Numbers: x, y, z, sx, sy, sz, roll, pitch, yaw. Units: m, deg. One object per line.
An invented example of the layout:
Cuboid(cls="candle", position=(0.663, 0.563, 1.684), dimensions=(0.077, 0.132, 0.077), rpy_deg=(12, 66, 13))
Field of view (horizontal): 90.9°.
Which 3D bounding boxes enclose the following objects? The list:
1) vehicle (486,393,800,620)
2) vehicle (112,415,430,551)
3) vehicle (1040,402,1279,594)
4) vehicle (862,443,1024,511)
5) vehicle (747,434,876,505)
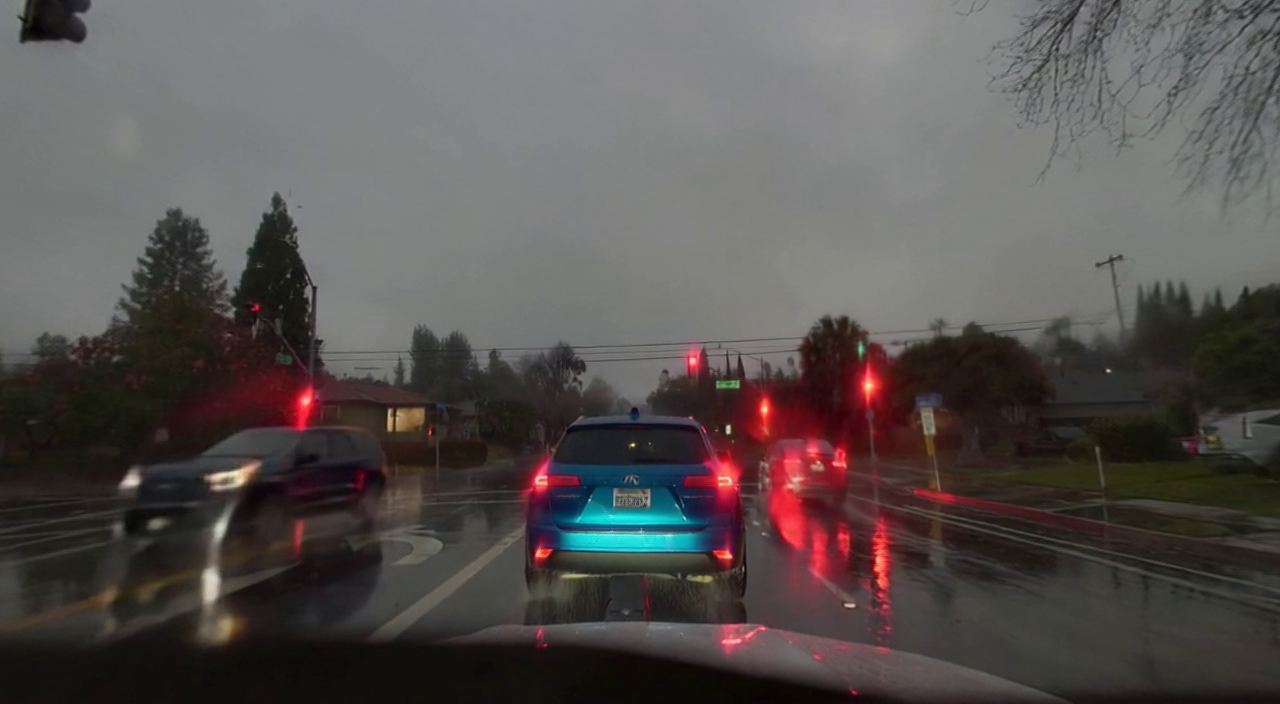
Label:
Cuboid(cls="vehicle", position=(0.049, 1.468, 6.937), dimensions=(2.322, 1.667, 4.367), rpy_deg=(0, -8, 1))
Cuboid(cls="vehicle", position=(-5.870, 2.129, 11.013), dimensions=(2.059, 1.797, 4.824), rpy_deg=(-2, -8, 10))
Cuboid(cls="vehicle", position=(7.026, 1.535, 7.046), dimensions=(1.989, 1.791, 4.735), rpy_deg=(0, -8, 1))
Cuboid(cls="vehicle", position=(7.293, 3.011, 15.799), dimensions=(1.860, 1.436, 4.479), rpy_deg=(0, -8, 0))
Cuboid(cls="vehicle", position=(4.143, 2.914, 16.145), dimensions=(2.077, 1.527, 4.755), rpy_deg=(0, -8, 1))
